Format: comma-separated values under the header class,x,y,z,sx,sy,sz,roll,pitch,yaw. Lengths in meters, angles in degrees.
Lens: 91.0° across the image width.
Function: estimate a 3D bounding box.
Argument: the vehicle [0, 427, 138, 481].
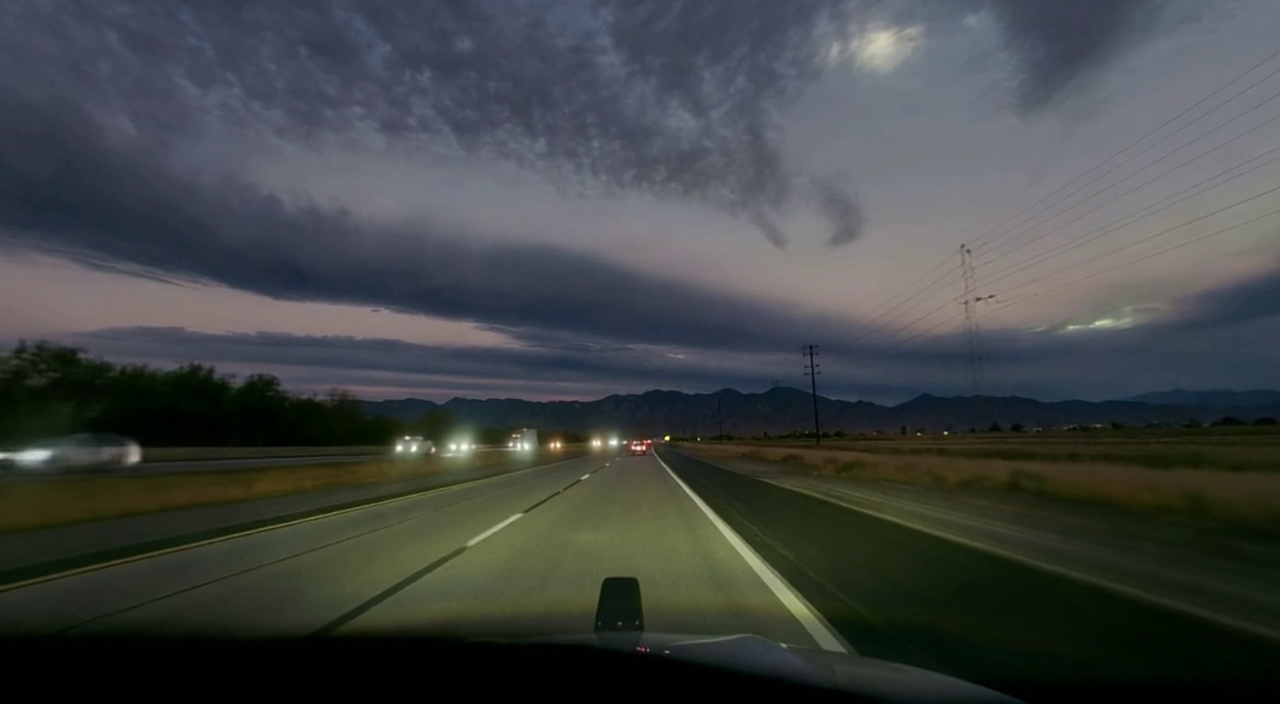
class,x,y,z,sx,sy,sz,roll,pitch,yaw
vehicle,-20.945,3.612,22.529,1.999,1.691,4.714,0,-8,1
